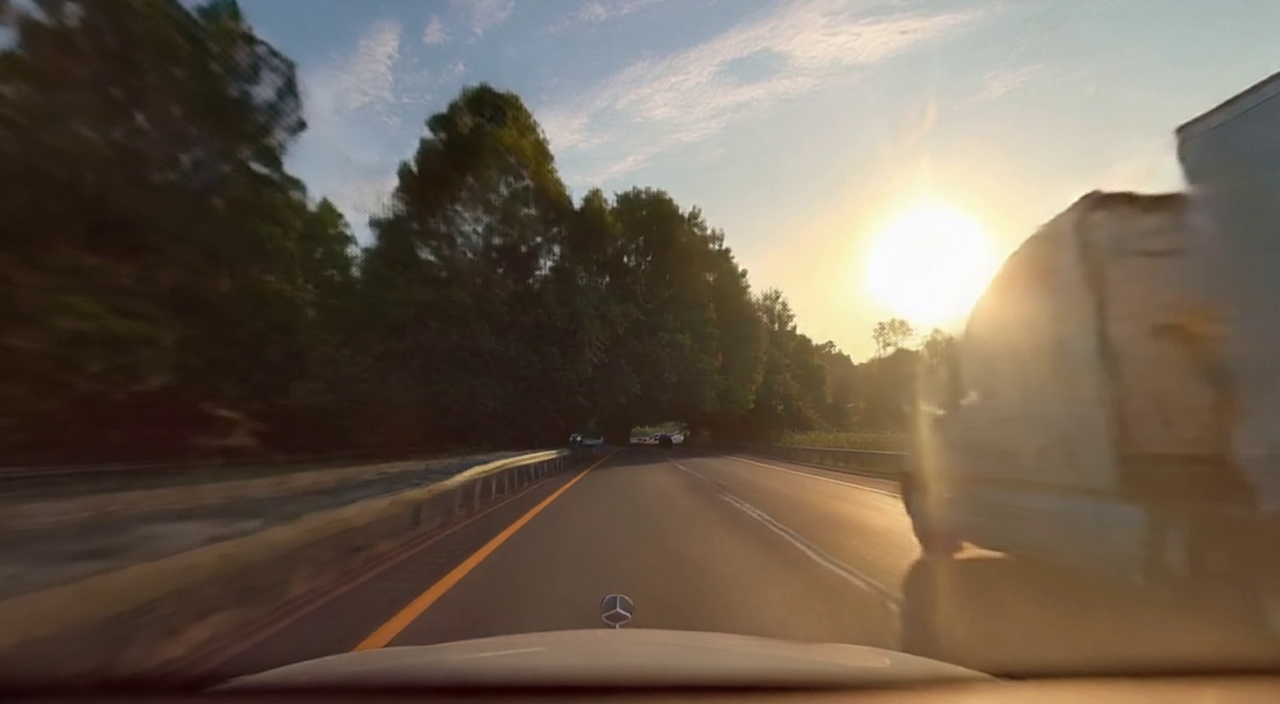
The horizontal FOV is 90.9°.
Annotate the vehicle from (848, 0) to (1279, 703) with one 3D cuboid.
[{"bbox_3d":[4.159,0.012,4.783,2.982,3.909,5.794,0,-7,-1],"label":"vehicle"}]
